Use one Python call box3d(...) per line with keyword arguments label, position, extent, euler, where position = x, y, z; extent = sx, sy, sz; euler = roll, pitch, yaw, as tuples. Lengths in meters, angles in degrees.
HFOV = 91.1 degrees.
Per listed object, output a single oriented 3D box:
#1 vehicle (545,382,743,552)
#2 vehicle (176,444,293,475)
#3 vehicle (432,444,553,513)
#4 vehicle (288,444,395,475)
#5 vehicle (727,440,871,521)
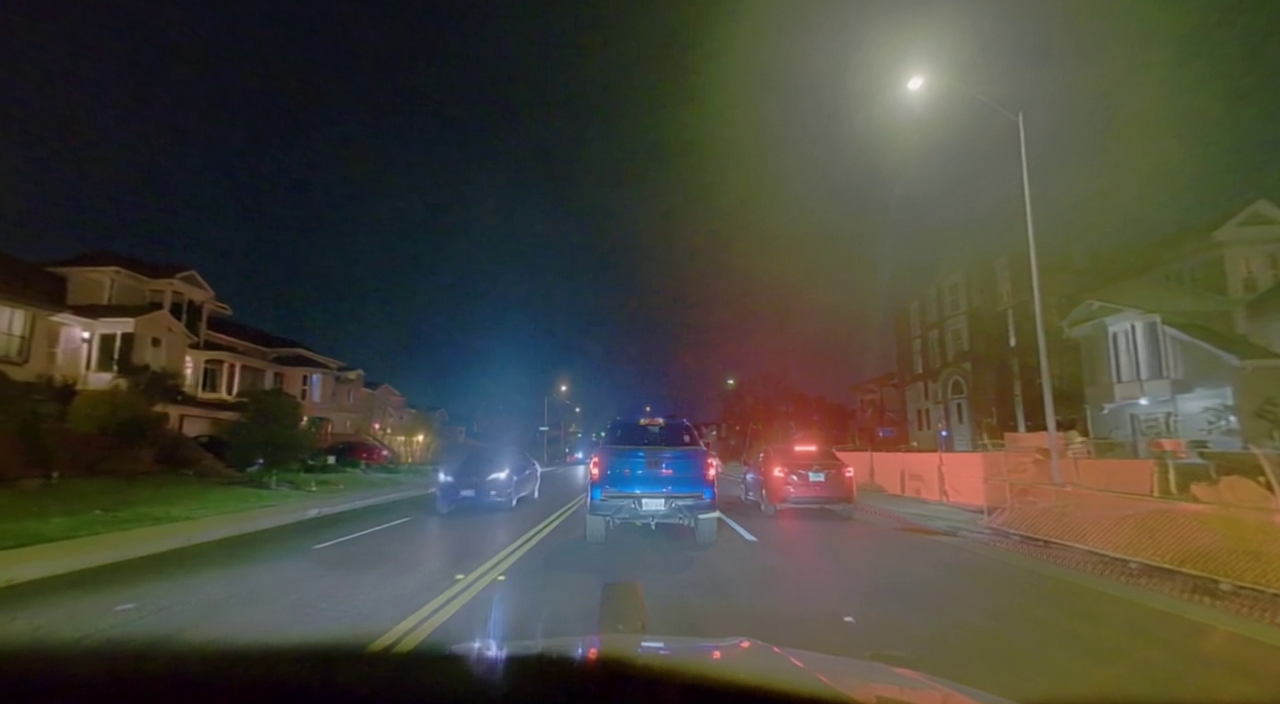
box3d(label="vehicle", position=(0.078, 2.076, 12.027), extent=(2.751, 2.361, 6.347), euler=(0, -8, 1))
box3d(label="vehicle", position=(-20.393, 5.405, 31.704), extent=(4.706, 1.468, 1.817), euler=(-1, -9, 3))
box3d(label="vehicle", position=(-3.670, 3.219, 16.565), extent=(2.010, 1.533, 4.495), euler=(0, -8, 1))
box3d(label="vehicle", position=(-15.131, 5.452, 32.011), extent=(4.490, 1.500, 1.875), euler=(0, -8, -2))
box3d(label="vehicle", position=(3.317, 2.765, 14.116), extent=(2.010, 1.499, 4.481), euler=(0, -8, -1))
